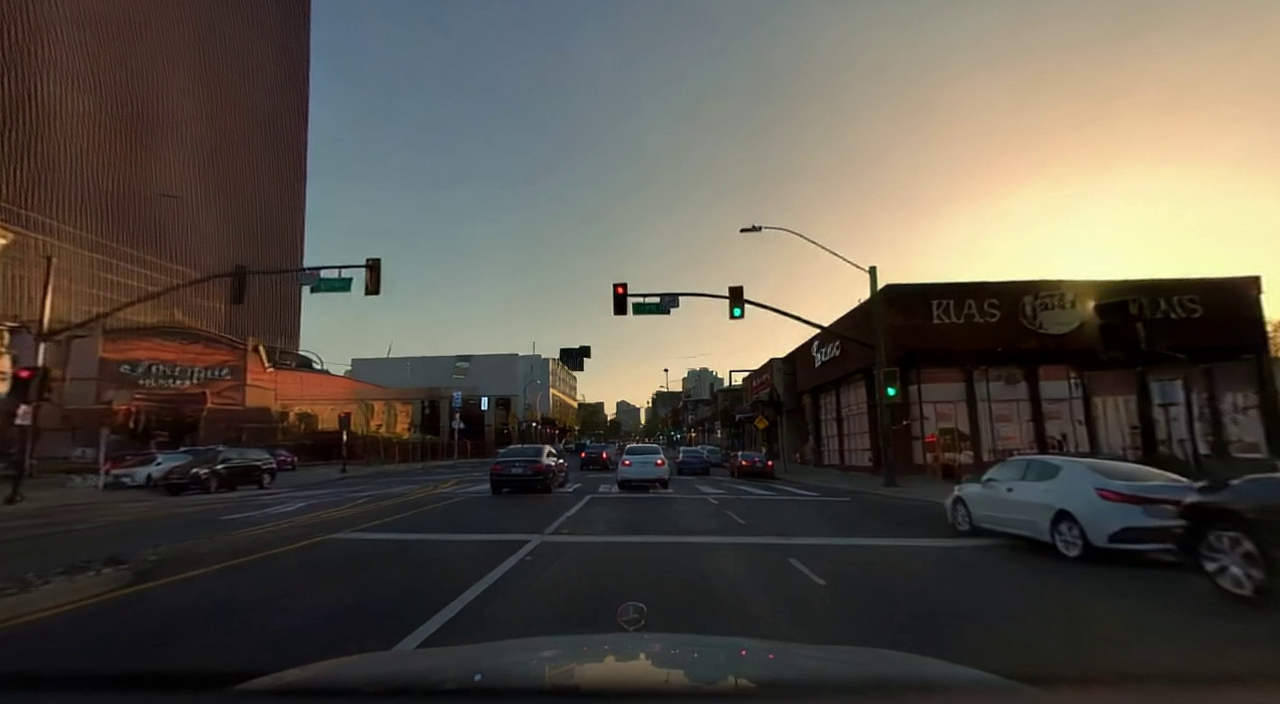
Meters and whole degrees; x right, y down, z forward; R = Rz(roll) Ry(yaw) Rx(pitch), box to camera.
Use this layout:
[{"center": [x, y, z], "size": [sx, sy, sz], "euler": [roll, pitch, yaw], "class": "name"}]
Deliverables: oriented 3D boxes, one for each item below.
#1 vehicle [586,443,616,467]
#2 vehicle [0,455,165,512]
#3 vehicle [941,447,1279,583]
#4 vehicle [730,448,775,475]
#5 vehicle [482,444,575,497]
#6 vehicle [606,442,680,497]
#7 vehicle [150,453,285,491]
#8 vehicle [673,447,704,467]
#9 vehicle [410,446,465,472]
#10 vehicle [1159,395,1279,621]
[{"center": [-2.950, 7.964, 48.805], "size": [2.007, 1.736, 4.185], "euler": [0, -9, 1], "class": "vehicle"}, {"center": [-17.307, 3.951, 19.411], "size": [1.774, 1.436, 4.473], "euler": [0, -9, 1], "class": "vehicle"}, {"center": [6.522, 2.137, 9.259], "size": [1.899, 1.453, 4.610], "euler": [0, -9, 0], "class": "vehicle"}, {"center": [6.763, 6.620, 38.350], "size": [1.944, 1.462, 4.406], "euler": [0, -9, 0], "class": "vehicle"}, {"center": [-3.276, 3.568, 19.417], "size": [1.950, 1.450, 4.257], "euler": [0, -9, 2], "class": "vehicle"}, {"center": [0.095, 3.528, 19.362], "size": [2.037, 1.484, 4.073], "euler": [0, -9, 0], "class": "vehicle"}, {"center": [-18.701, 5.253, 27.911], "size": [5.163, 1.510, 2.174], "euler": [-3, -9, 19], "class": "vehicle"}, {"center": [3.680, 8.069, 48.482], "size": [2.047, 1.463, 4.514], "euler": [0, -9, 0], "class": "vehicle"}, {"center": [-14.364, 7.592, 44.924], "size": [2.161, 1.704, 4.554], "euler": [-1, -9, 4], "class": "vehicle"}, {"center": [6.448, 1.070, 3.723], "size": [2.289, 1.867, 5.322], "euler": [0, -9, 2], "class": "vehicle"}]
